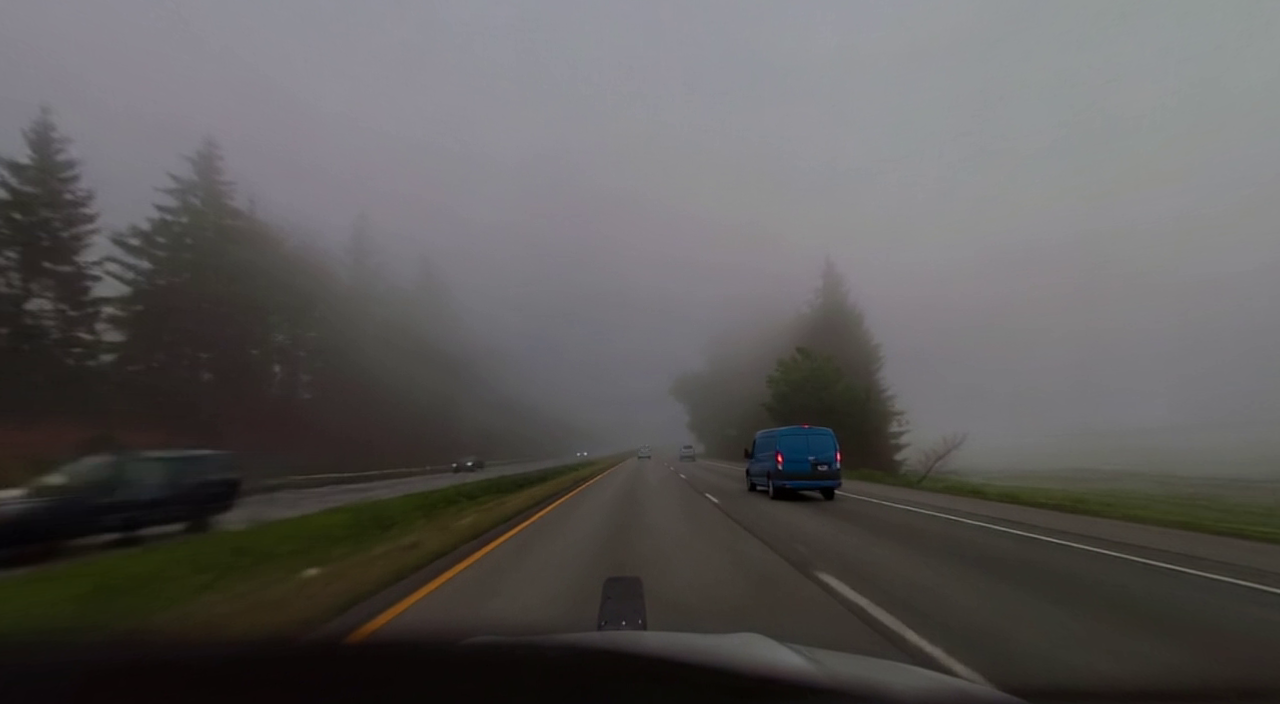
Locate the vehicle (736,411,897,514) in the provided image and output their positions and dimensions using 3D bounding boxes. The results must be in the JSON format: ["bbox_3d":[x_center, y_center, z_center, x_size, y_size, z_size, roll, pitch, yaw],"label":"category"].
[{"bbox_3d":[3.937,2.598,15.168,2.371,2.045,4.768,0,-9,-1],"label":"vehicle"}]

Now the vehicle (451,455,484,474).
[{"bbox_3d":[-12.971,8.489,47.491,1.530,1.346,3.220,-1,-9,1],"label":"vehicle"}]
